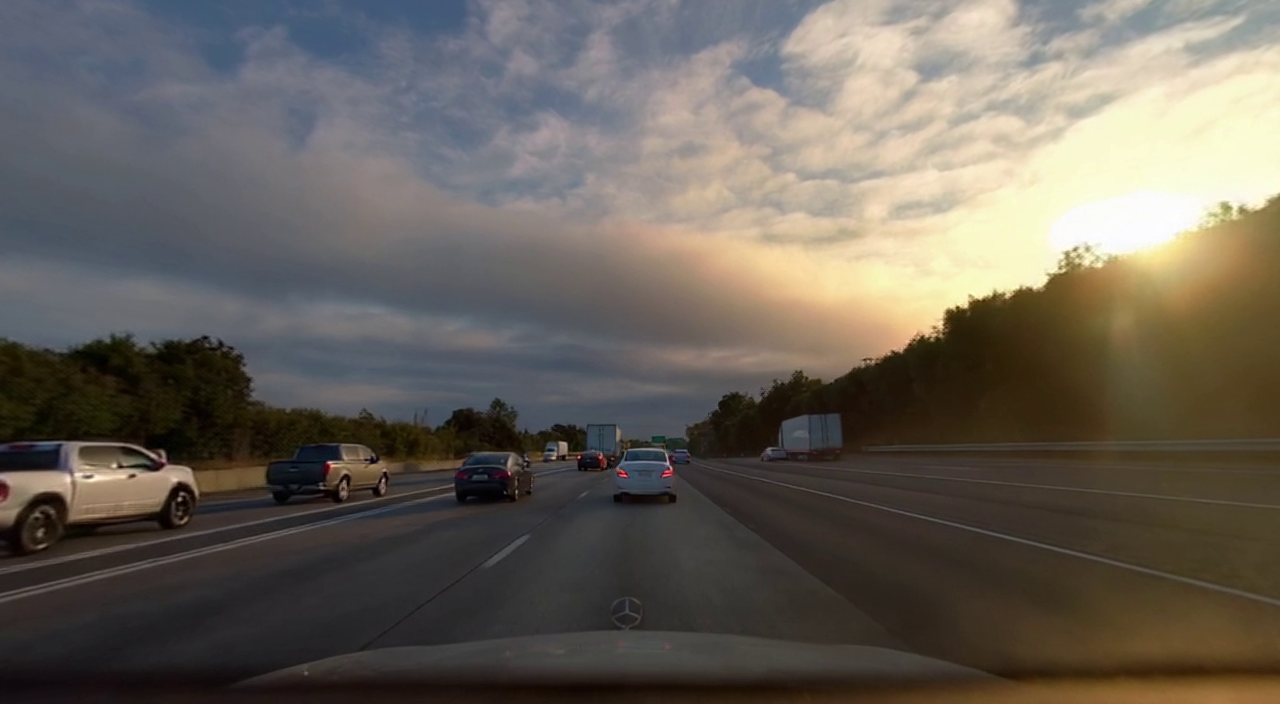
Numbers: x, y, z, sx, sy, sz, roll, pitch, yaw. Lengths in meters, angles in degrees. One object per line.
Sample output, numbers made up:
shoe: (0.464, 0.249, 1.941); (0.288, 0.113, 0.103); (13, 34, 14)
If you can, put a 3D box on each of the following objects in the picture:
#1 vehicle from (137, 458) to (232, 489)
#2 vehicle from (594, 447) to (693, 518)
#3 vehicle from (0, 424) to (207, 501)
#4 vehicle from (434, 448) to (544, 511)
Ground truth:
vehicle: (-27.622, 7.351, 38.429); (1.962, 1.694, 4.917); (0, -9, 2)
vehicle: (0.093, 3.023, 15.089); (2.057, 1.449, 3.931); (0, -9, 1)
vehicle: (-32.030, 6.350, 36.789); (2.803, 3.665, 14.746); (0, -9, 1)
vehicle: (-4.026, 3.466, 17.635); (1.929, 1.509, 4.331); (0, -9, 1)
